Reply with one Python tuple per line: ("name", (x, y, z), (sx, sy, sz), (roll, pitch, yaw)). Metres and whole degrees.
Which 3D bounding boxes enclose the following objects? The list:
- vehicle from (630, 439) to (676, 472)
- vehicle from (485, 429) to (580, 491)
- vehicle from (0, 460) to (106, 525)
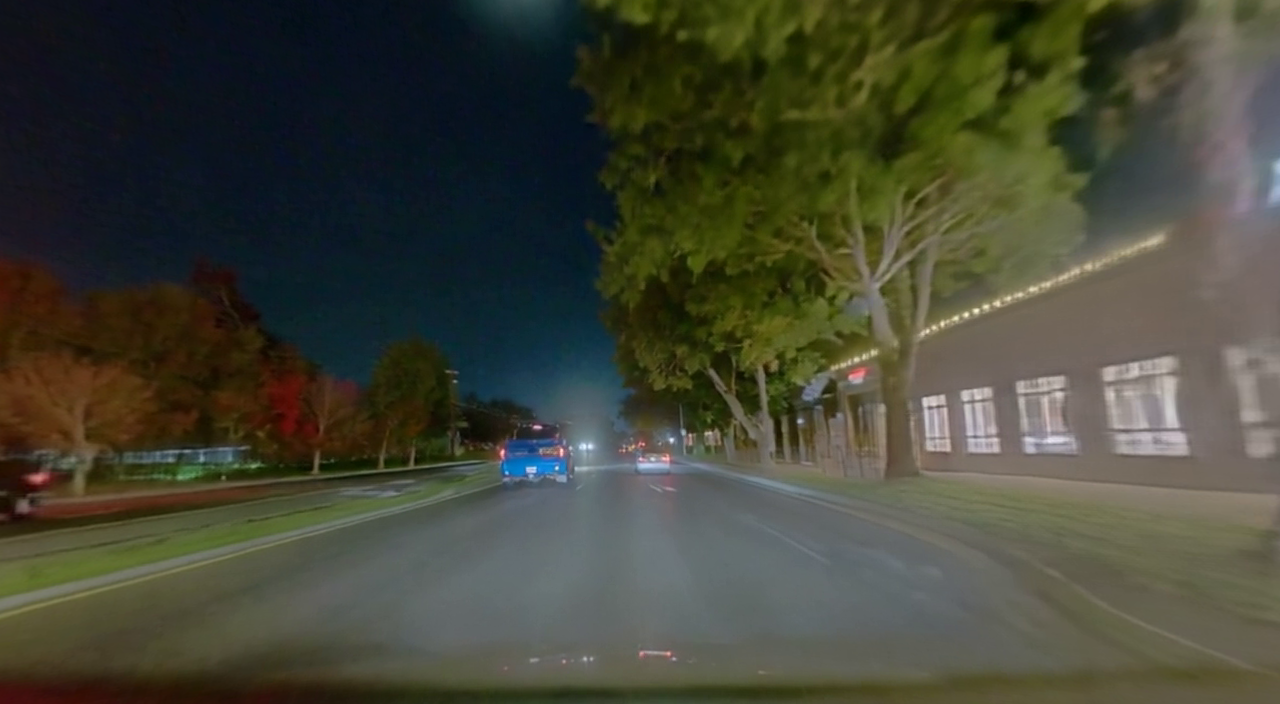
("vehicle", (0.566, 5.023, 30.776), (2.103, 1.487, 4.101), (0, -9, -1))
("vehicle", (-3.391, 3.557, 21.118), (2.464, 1.777, 5.128), (0, -9, -2))
("vehicle", (-15.775, 3.380, 14.938), (1.912, 1.432, 5.070), (-3, -9, 0))
